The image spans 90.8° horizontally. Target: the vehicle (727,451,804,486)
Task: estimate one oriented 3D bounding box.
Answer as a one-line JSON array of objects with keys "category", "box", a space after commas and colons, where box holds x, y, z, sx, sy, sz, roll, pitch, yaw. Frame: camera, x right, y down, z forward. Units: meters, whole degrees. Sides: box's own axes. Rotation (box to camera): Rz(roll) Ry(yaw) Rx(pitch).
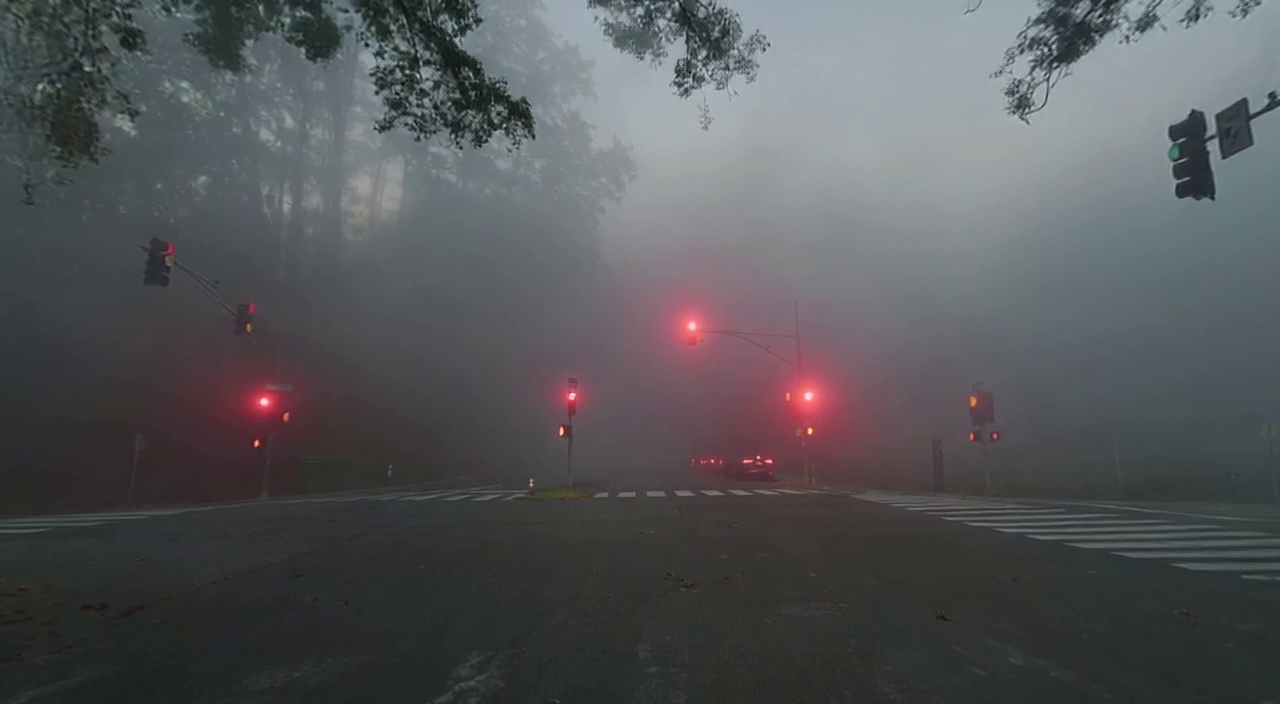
[{"category": "vehicle", "box": [8.824, 8.254, 45.449, 2.771, 2.214, 7.159, 2, -9, -12]}]
